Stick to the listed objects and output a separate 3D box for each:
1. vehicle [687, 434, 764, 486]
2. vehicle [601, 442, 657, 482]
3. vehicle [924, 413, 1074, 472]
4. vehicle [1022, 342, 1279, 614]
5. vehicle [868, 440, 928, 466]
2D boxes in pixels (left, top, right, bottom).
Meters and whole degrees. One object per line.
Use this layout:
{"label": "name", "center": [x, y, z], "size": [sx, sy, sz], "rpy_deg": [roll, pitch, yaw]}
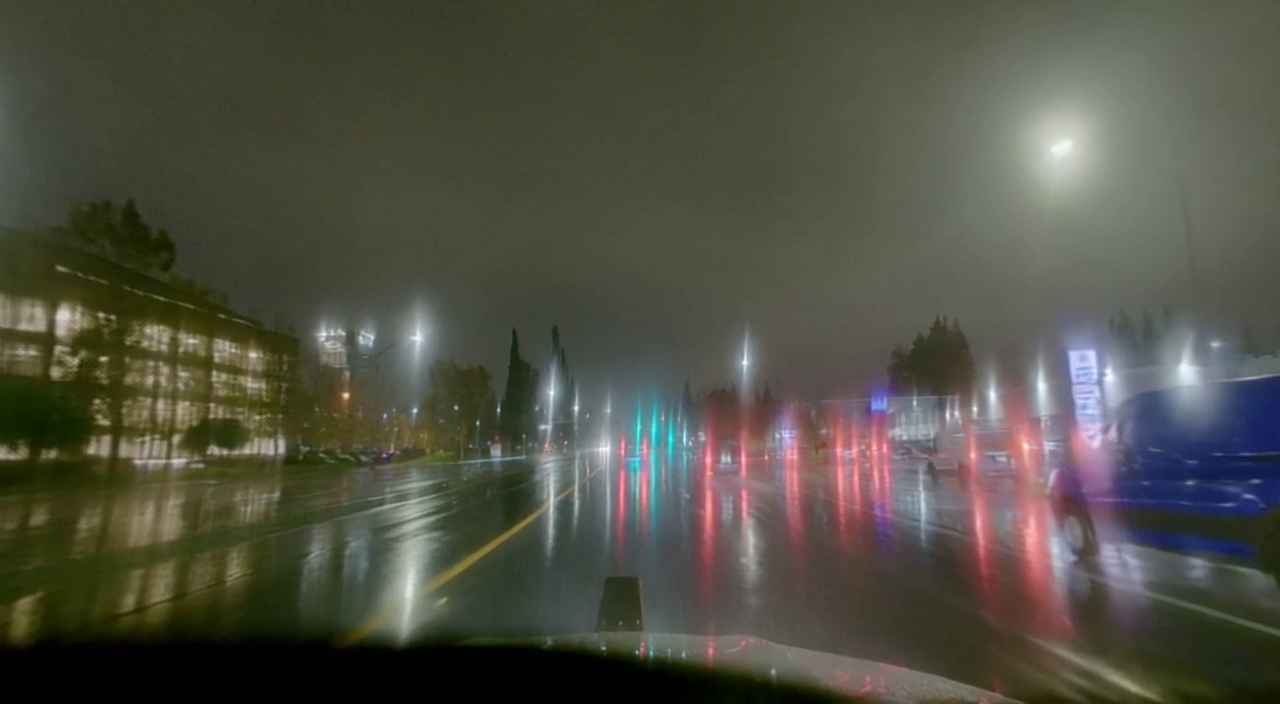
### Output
{"label": "vehicle", "center": [3.013, 3.910, 23.235], "size": [2.047, 1.711, 4.265], "rpy_deg": [0, -8, -2]}
{"label": "vehicle", "center": [-0.434, 4.407, 25.664], "size": [2.095, 1.456, 3.873], "rpy_deg": [0, -8, -1]}
{"label": "vehicle", "center": [17.667, 4.489, 31.362], "size": [5.907, 2.777, 2.431], "rpy_deg": [0, -8, -2]}
{"label": "vehicle", "center": [6.346, 1.056, 5.419], "size": [2.573, 2.127, 5.568], "rpy_deg": [0, -8, -1]}
{"label": "vehicle", "center": [17.106, 6.727, 42.099], "size": [2.065, 1.603, 4.264], "rpy_deg": [0, -8, -2]}
